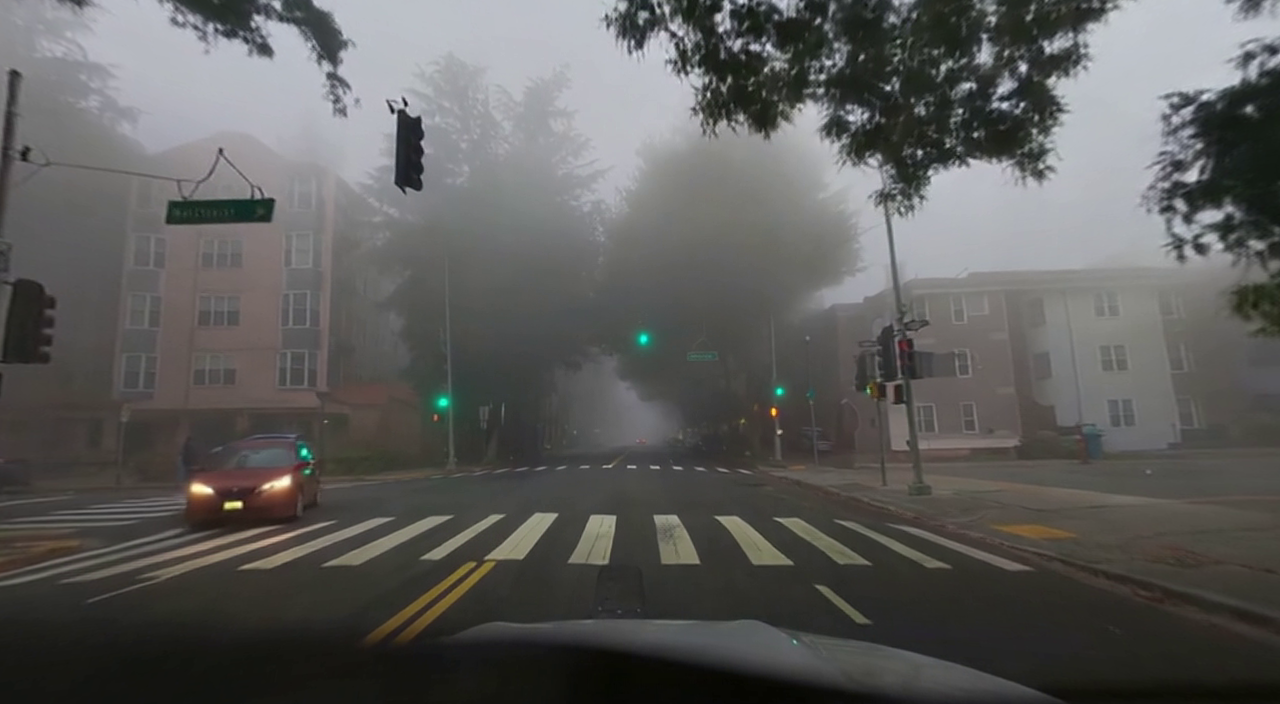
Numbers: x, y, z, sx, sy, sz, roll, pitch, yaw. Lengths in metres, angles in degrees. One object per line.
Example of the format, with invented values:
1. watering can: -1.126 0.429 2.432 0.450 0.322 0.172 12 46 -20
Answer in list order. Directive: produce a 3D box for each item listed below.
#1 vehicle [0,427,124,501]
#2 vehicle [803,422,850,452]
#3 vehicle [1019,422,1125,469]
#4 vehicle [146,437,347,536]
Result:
1. vehicle: -17.561 3.117 17.334 4.804 1.842 2.171 -2 -8 -2
2. vehicle: 11.447 5.296 39.035 1.950 1.714 4.245 -1 -9 6
3. vehicle: 17.124 3.760 25.314 2.013 1.722 4.007 -2 -9 12
4. vehicle: -7.151 2.373 11.347 4.135 1.424 1.945 -12 -14 42
